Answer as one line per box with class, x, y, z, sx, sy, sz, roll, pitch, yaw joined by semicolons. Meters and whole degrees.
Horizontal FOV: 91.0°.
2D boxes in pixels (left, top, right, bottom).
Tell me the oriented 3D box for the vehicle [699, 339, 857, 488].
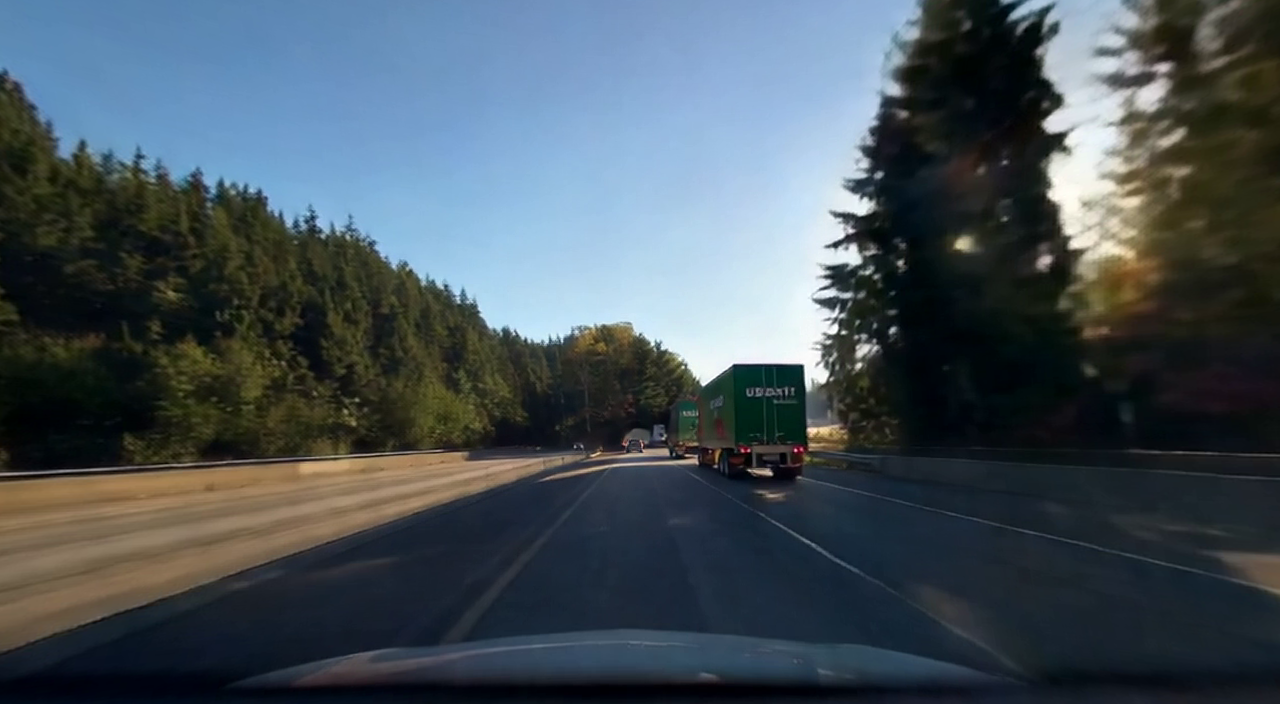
vehicle;3.952;2.148;20.461;3.006;3.850;8.310;0;-8;-1
